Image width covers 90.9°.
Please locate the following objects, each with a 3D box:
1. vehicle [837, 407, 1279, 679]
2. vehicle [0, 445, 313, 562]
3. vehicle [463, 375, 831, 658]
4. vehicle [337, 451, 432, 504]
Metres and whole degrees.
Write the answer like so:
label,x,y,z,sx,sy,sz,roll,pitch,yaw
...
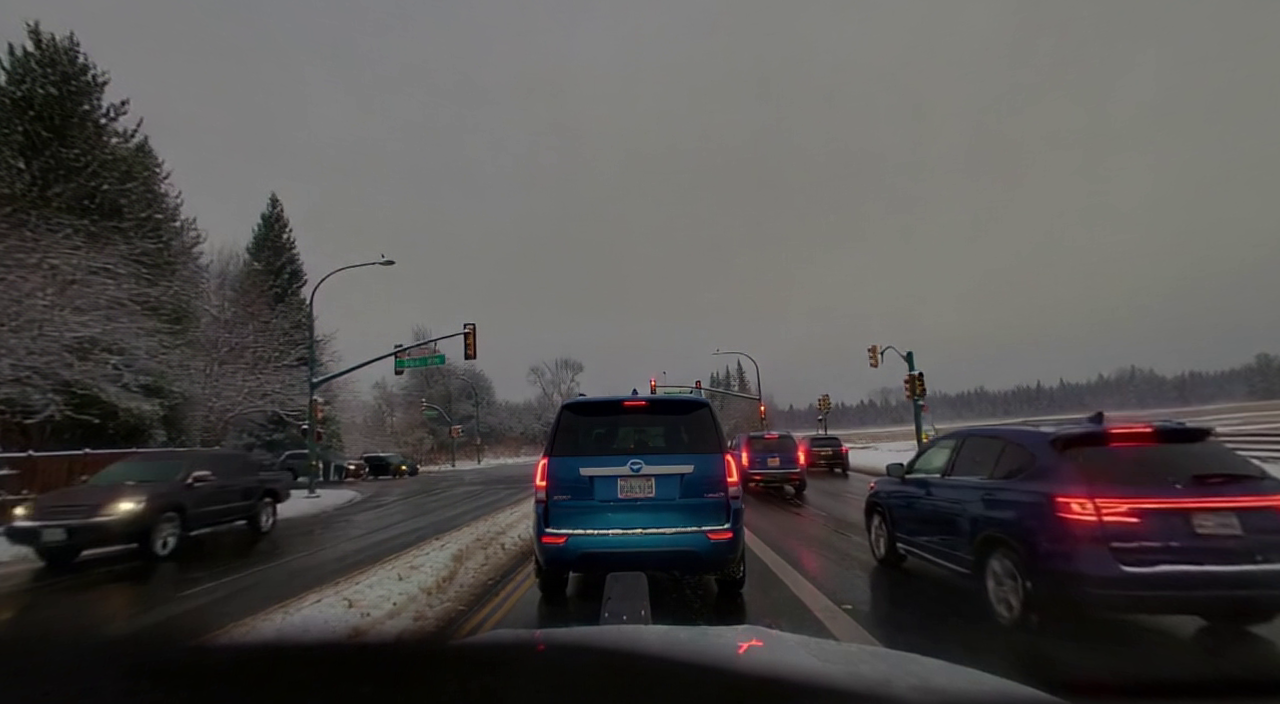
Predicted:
label,x,y,z,sx,sy,sz,roll,pitch,yaw
vehicle,3.498,1.357,5.636,2.097,1.473,4.252,0,-8,0
vehicle,-8.452,2.588,11.713,2.026,1.680,4.608,-1,-8,4
vehicle,0.041,1.330,6.113,2.298,1.770,4.138,0,-8,0
vehicle,-8.398,4.113,21.200,2.265,1.458,4.559,2,-9,-14
